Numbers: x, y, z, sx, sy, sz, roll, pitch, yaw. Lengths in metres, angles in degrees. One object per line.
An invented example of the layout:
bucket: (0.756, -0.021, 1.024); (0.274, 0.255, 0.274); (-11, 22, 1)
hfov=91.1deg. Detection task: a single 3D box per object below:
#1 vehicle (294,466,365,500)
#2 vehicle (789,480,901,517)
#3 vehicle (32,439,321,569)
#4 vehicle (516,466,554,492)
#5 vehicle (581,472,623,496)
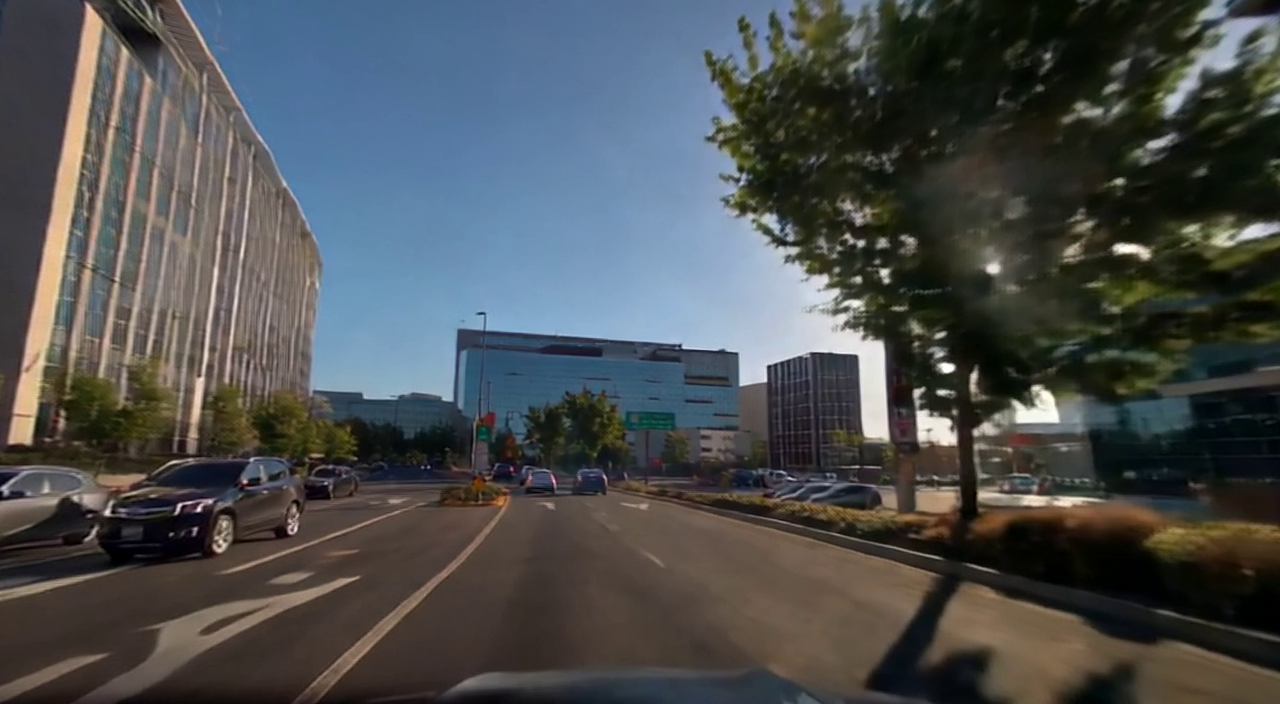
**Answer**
vehicle: (-14.209, 5.990, 28.959); (1.839, 1.456, 3.859); (3, -11, -10)
vehicle: (9.010, 6.462, 27.811); (4.302, 1.456, 1.832); (1, -10, -3)
vehicle: (-7.393, 2.468, 10.794); (2.011, 1.701, 4.519); (2, -11, -9)
vehicle: (-6.407, 7.653, 38.047); (2.005, 1.498, 3.643); (3, -11, -13)
vehicle: (-2.115, 7.175, 34.206); (1.775, 1.186, 2.933); (3, -11, -12)
